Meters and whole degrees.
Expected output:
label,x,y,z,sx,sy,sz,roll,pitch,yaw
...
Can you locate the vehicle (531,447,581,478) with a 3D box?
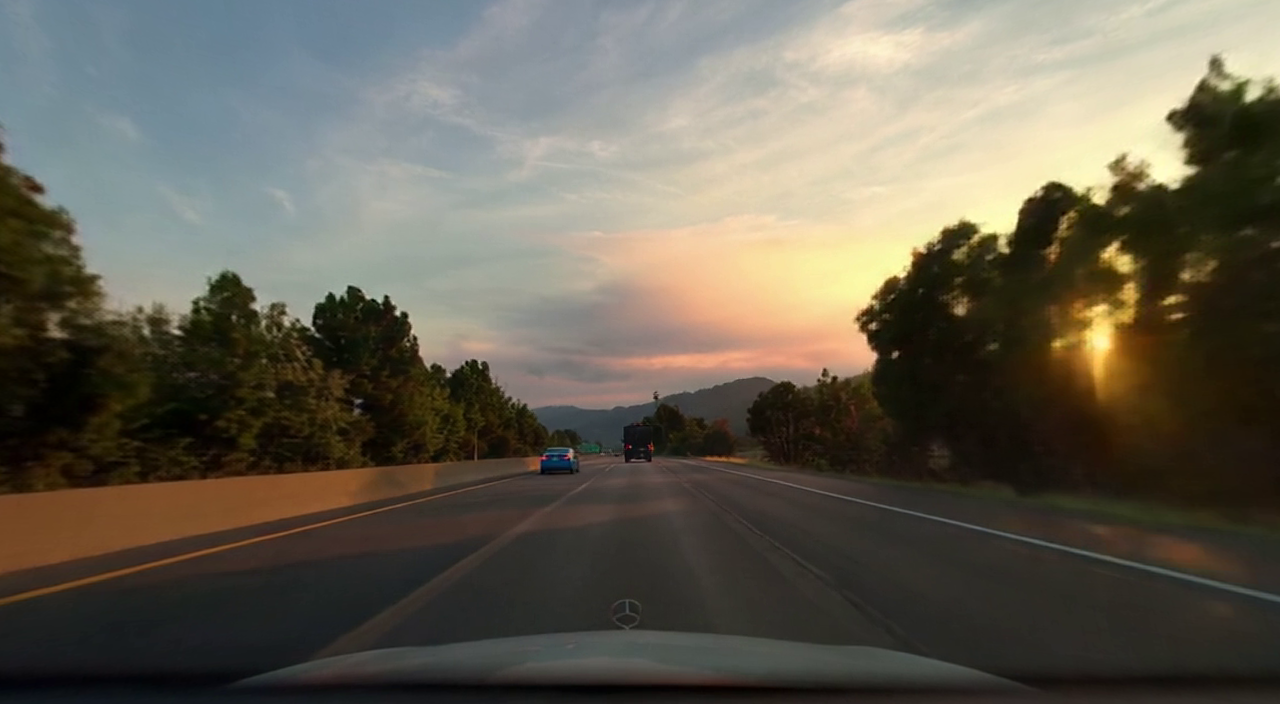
label,x,y,z,sx,sy,sz,roll,pitch,yaw
vehicle,-4.265,5.663,32.589,1.916,1.506,4.476,0,-9,1
